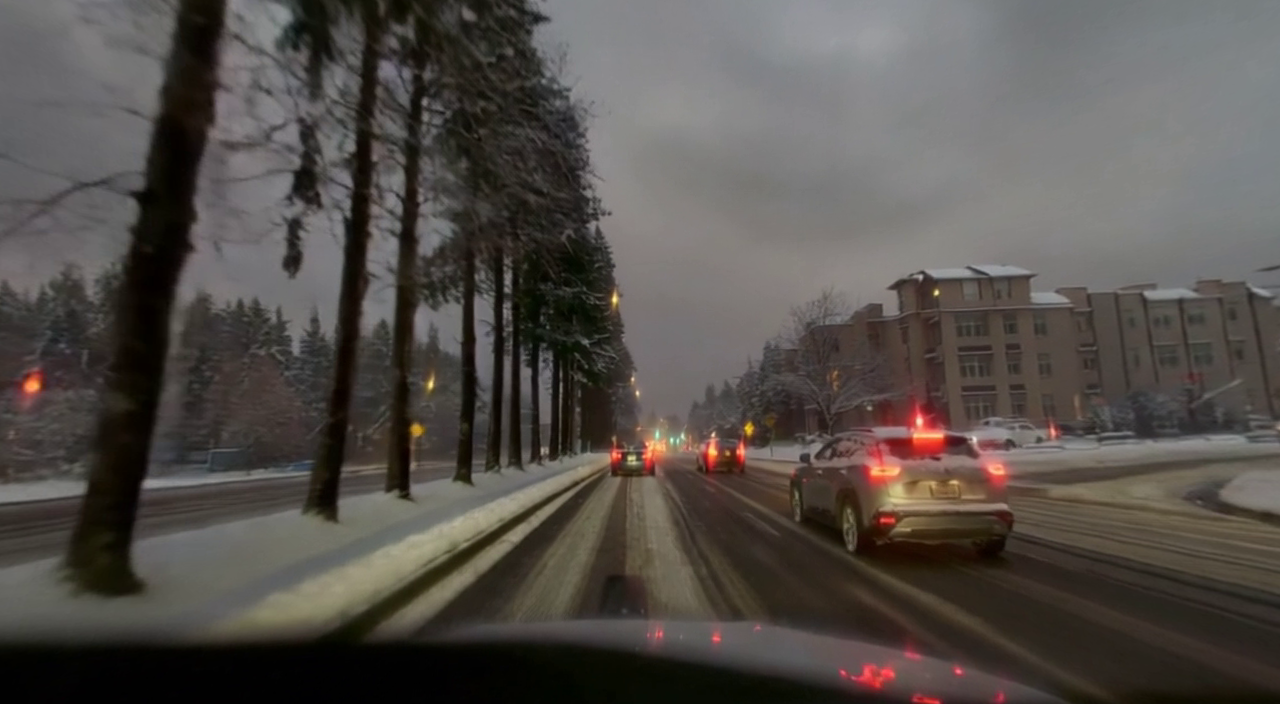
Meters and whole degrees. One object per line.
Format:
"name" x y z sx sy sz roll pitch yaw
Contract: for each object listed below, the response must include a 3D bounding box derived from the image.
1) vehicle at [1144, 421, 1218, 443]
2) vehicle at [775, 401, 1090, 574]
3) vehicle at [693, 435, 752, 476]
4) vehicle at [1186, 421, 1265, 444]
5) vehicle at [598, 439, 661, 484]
"vehicle" 39.913 5.963 46.477 1.839 1.506 4.108 0 -9 1
"vehicle" 3.386 1.680 8.484 2.130 1.718 4.310 0 -9 0
"vehicle" 3.658 4.703 28.615 1.982 1.709 4.427 0 -9 -1
"vehicle" 42.642 5.861 45.842 1.929 1.517 3.953 -3 -7 1
"vehicle" -0.336 3.987 23.175 2.111 1.506 4.018 0 -9 0
